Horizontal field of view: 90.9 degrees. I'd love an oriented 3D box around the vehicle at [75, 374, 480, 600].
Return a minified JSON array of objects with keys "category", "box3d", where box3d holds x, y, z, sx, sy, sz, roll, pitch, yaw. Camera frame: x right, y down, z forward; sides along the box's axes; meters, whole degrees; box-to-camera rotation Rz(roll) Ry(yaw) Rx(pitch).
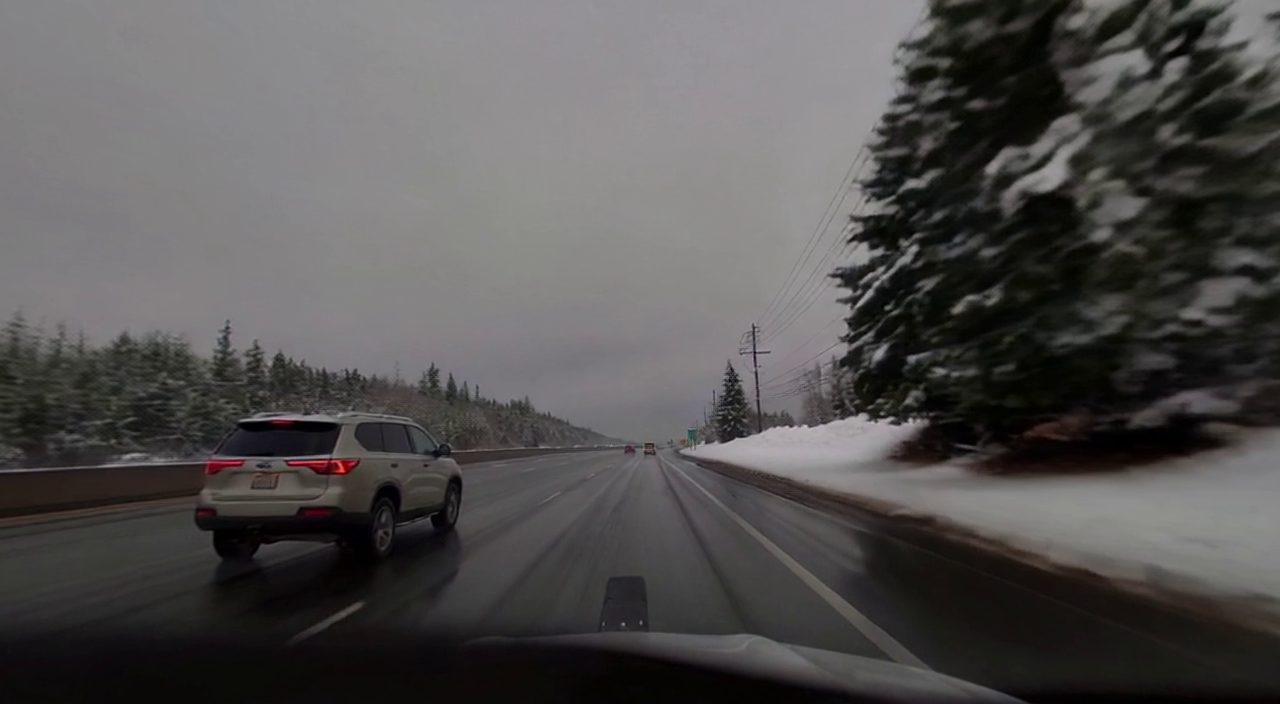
[{"category":"vehicle","box3d":[-3.831,1.550,8.129,2.136,1.975,5.037,0,-8,1]}]
